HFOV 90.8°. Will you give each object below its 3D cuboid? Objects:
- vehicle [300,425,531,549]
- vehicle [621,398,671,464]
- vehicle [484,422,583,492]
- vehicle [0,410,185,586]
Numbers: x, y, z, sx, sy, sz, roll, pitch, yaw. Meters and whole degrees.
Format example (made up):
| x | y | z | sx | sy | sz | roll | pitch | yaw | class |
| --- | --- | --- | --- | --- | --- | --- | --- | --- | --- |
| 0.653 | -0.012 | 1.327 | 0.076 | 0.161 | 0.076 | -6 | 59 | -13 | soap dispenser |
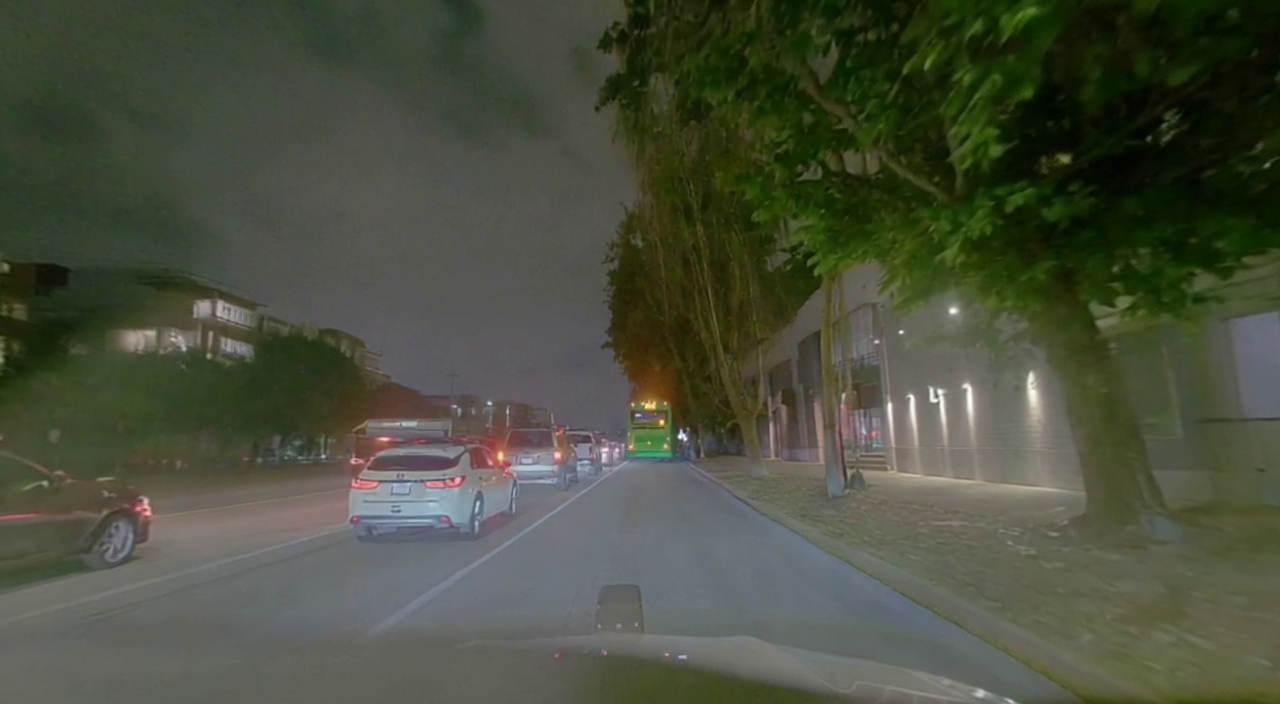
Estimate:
| x | y | z | sx | sy | sz | roll | pitch | yaw | class |
| --- | --- | --- | --- | --- | --- | --- | --- | --- | --- |
| -3.299 | 2.086 | 10.444 | 2.042 | 1.571 | 4.475 | 0 | -9 | 2 | vehicle |
| 0.484 | 5.581 | 43.523 | 2.970 | 3.857 | 12.200 | 0 | -9 | 1 | vehicle |
| -3.166 | 3.274 | 19.986 | 2.095 | 1.892 | 5.043 | 0 | -9 | 2 | vehicle |
| -7.341 | 1.441 | 6.270 | 2.252 | 1.686 | 4.447 | 0 | -9 | 1 | vehicle |
